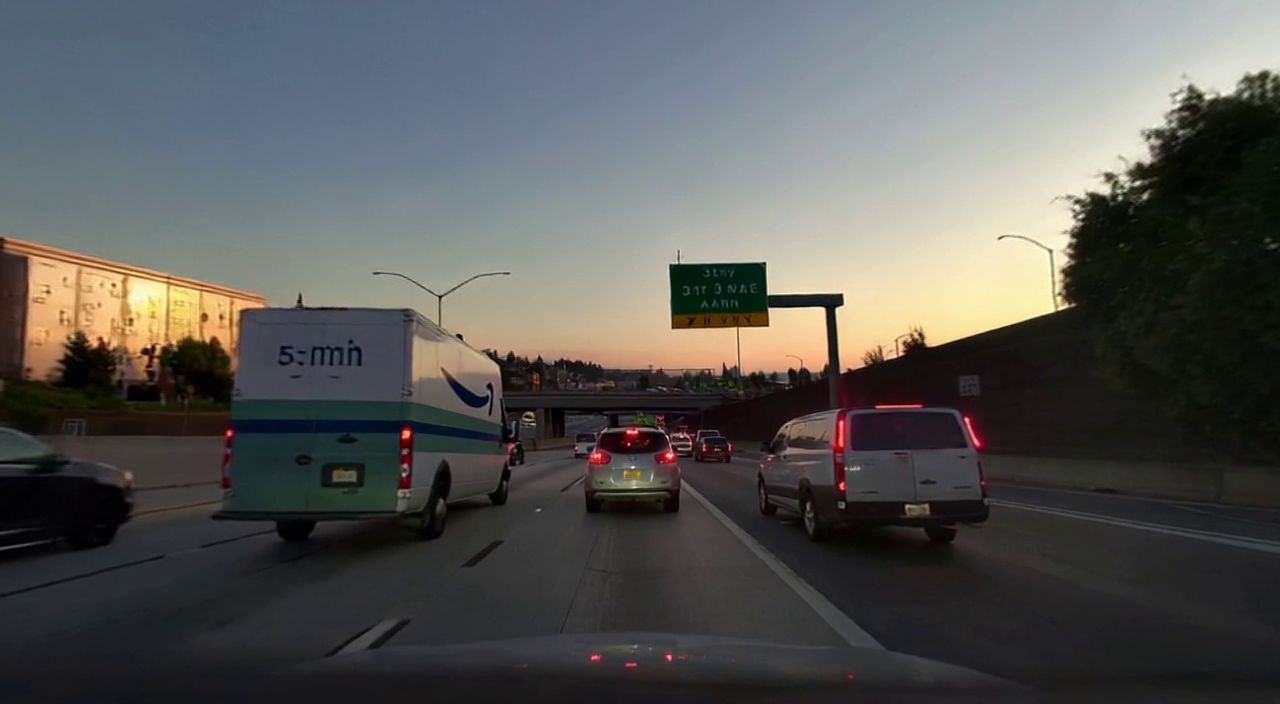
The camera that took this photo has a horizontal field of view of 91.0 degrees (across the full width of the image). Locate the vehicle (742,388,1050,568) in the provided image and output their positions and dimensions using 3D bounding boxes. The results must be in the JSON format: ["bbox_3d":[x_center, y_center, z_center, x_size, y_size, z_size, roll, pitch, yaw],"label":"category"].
[{"bbox_3d":[3.148,1.721,9.339,2.341,1.890,5.144,1,-8,-1],"label":"vehicle"}]

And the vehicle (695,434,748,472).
[{"bbox_3d":[3.948,4.953,31.106,2.064,1.720,4.416,0,-8,0],"label":"vehicle"}]

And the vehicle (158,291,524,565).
[{"bbox_3d":[-3.675,1.240,9.872,2.415,2.821,6.636,0,-8,0],"label":"vehicle"}]

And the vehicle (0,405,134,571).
[{"bbox_3d":[-7.182,1.183,5.253,2.031,1.583,4.646,0,-8,0],"label":"vehicle"}]

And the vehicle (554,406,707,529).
[{"bbox_3d":[-0.138,2.056,11.683,2.287,1.823,4.369,0,-8,0],"label":"vehicle"}]
